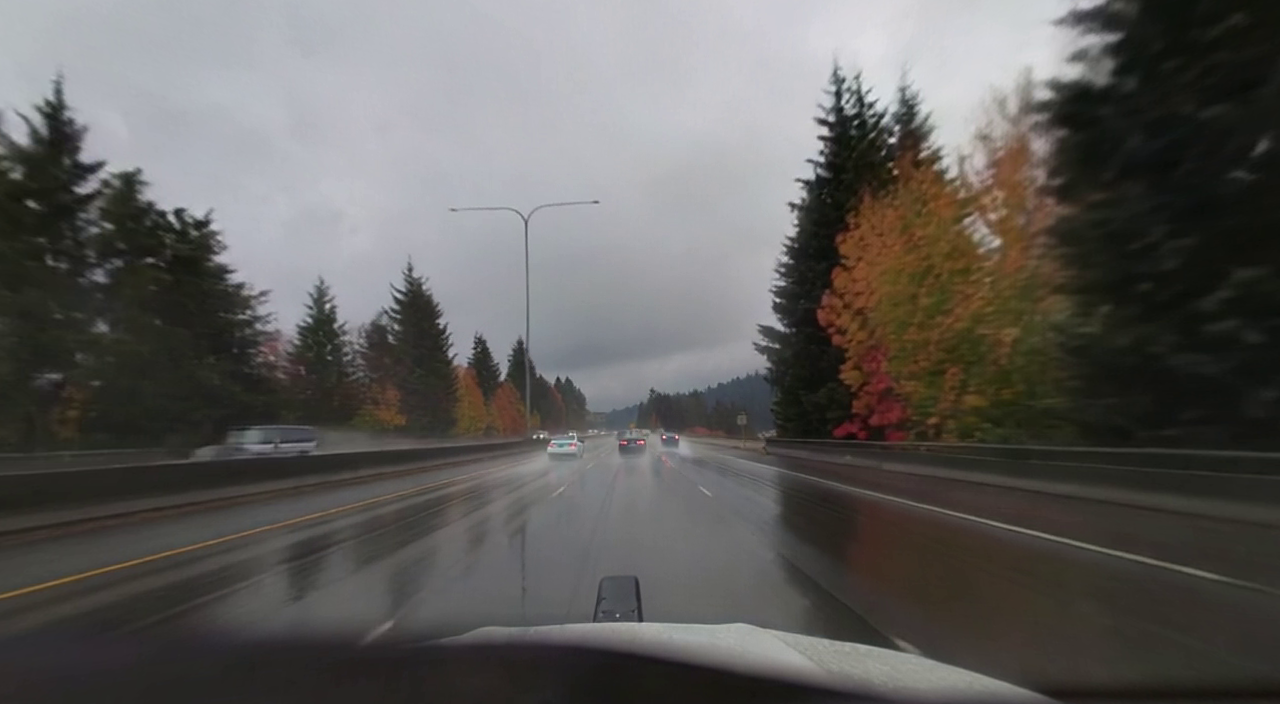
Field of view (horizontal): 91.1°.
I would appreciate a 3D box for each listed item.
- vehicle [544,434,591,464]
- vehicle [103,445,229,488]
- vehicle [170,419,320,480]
[{"bbox_3d":[-3.917,5.313,34.752,2.103,1.507,4.367,0,-8,0],"label":"vehicle"},{"bbox_3d":[-19.915,4.788,26.679,2.038,1.566,4.287,0,-8,-1],"label":"vehicle"},{"bbox_3d":[-20.100,5.006,32.734,2.685,2.760,7.884,0,-8,0],"label":"vehicle"}]
